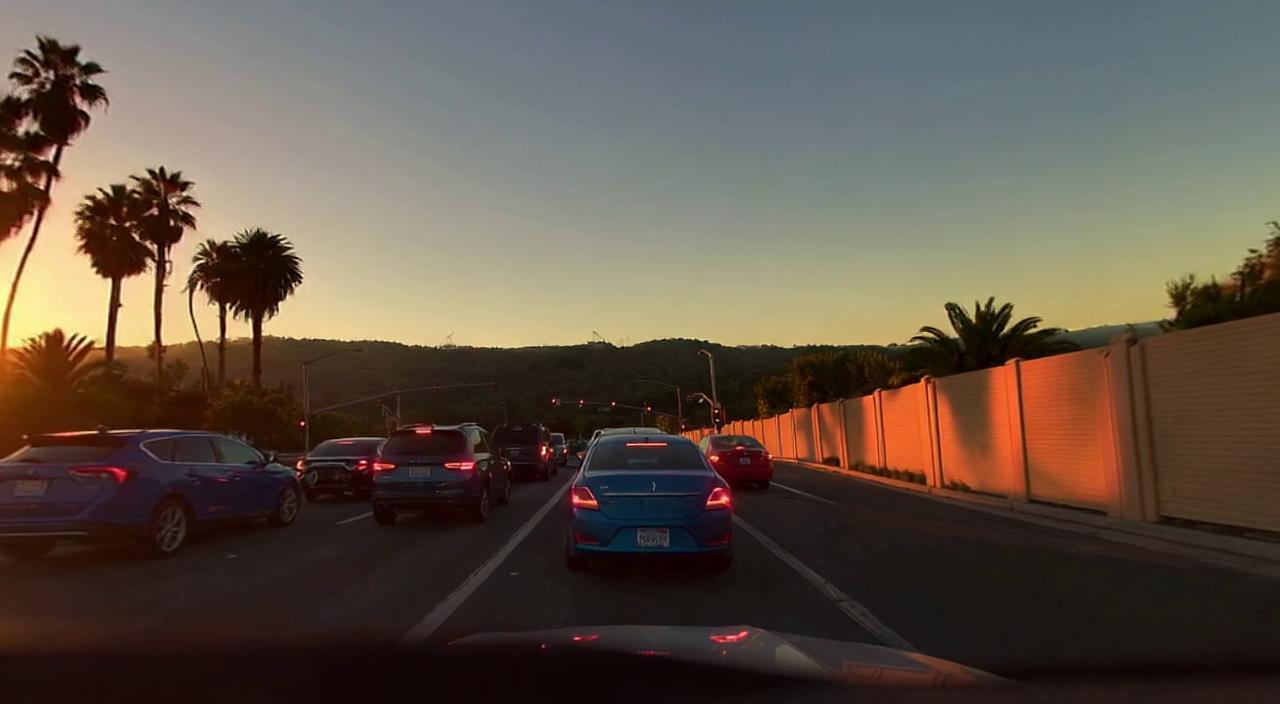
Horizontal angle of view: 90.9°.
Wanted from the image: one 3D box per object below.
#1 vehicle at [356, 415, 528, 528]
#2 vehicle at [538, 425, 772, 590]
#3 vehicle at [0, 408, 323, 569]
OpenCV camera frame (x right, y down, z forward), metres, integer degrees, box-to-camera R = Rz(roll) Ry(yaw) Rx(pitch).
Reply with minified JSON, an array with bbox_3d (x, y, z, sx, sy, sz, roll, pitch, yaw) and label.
[{"bbox_3d":[-3.462,2.183,11.985,2.007,1.746,4.136,0,-8,-1],"label":"vehicle"},{"bbox_3d":[0.064,1.736,7.951,2.128,1.473,4.272,0,-8,-2],"label":"vehicle"},{"bbox_3d":[-6.681,1.808,9.109,1.963,1.721,4.467,0,-8,-2],"label":"vehicle"}]
